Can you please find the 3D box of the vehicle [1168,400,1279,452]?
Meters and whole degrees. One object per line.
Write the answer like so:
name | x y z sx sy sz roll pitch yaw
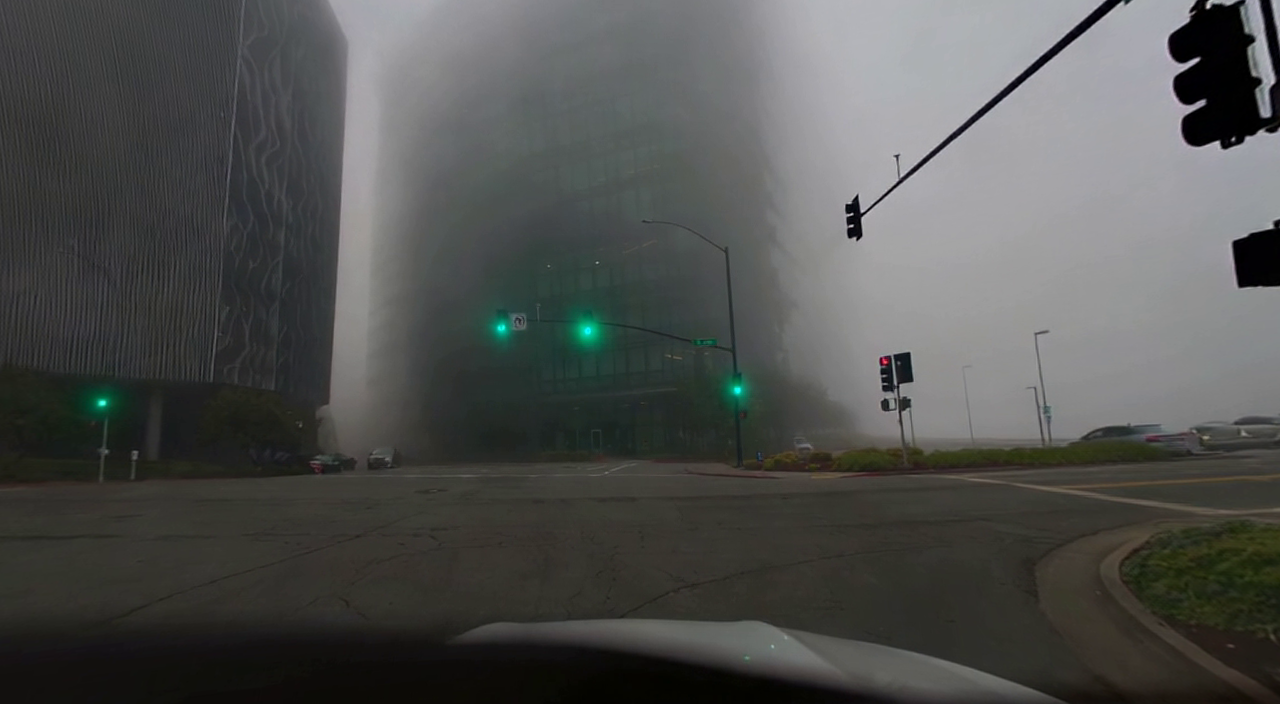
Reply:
vehicle | 24.413 3.027 25.164 2.109 1.836 5.080 -2 -10 -1

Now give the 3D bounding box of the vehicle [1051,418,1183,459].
vehicle | 19.077 3.525 25.487 1.834 1.480 4.458 0 -9 0

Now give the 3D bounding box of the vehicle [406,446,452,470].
vehicle | -15.114 7.604 45.317 1.932 1.605 4.146 1 -9 -1

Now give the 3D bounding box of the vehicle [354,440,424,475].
vehicle | -14.878 6.298 37.737 2.091 1.915 5.040 0 -9 0

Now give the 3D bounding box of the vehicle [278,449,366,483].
vehicle | -14.800 5.305 29.616 1.790 1.437 4.349 0 -9 2
